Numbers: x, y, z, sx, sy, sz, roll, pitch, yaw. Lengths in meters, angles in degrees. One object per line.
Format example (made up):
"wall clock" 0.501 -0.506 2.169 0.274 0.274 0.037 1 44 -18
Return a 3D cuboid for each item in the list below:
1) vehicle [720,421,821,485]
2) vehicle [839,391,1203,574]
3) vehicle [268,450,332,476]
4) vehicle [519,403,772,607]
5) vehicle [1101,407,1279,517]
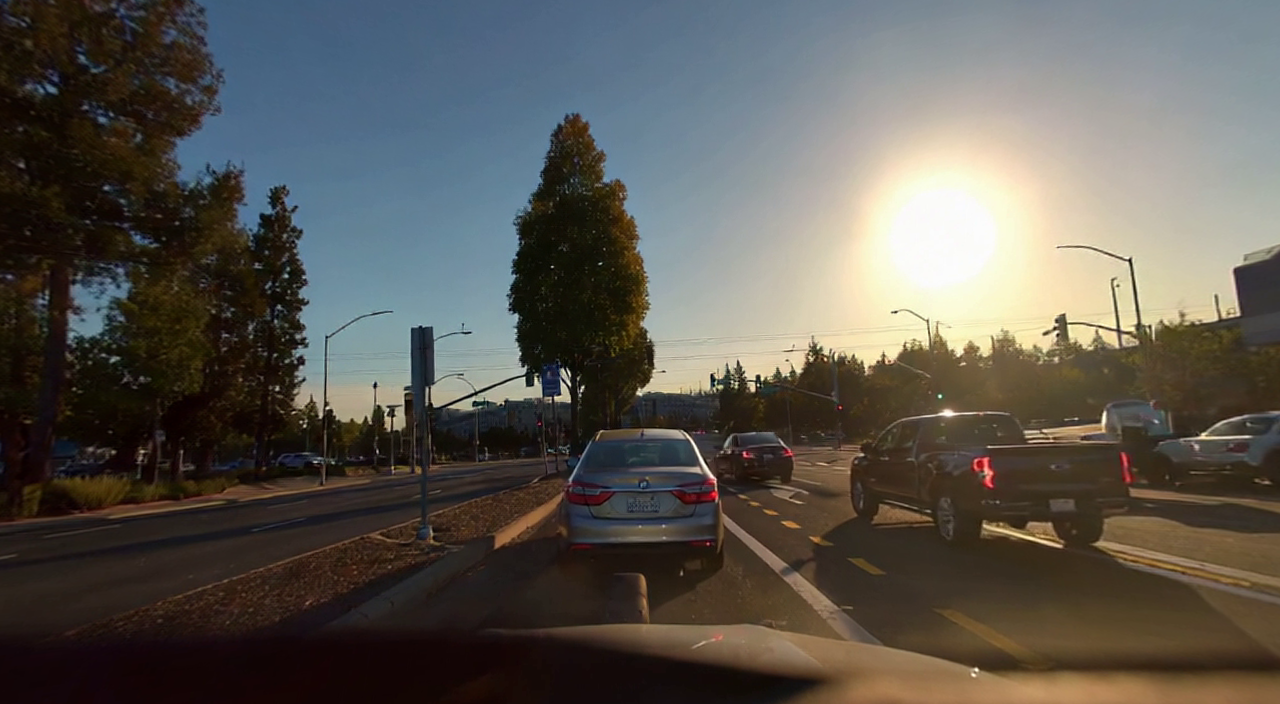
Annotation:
"vehicle" 4.369 3.524 22.259 2.319 1.930 5.651 0 -8 0
"vehicle" 4.556 1.643 8.684 2.019 1.803 4.634 0 -8 -1
"vehicle" -24.064 7.827 44.847 1.798 1.706 4.385 -1 -8 6
"vehicle" 0.006 1.568 7.328 2.116 1.677 3.948 0 -8 -1
"vehicle" 11.440 2.021 11.881 1.850 1.778 4.793 0 -8 0
